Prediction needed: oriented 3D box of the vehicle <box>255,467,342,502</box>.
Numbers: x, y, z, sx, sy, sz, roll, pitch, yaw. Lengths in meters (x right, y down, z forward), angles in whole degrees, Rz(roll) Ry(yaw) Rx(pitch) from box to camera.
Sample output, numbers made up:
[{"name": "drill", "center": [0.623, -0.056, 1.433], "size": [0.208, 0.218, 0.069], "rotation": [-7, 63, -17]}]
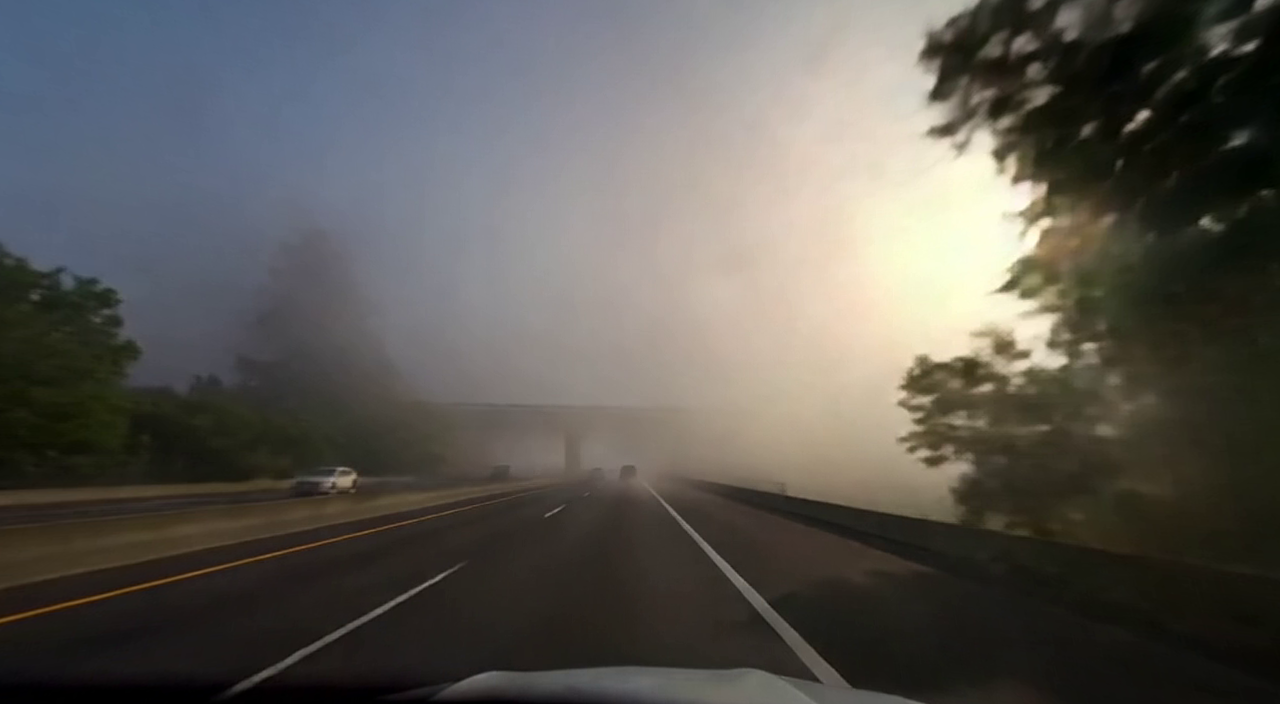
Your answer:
[{"name": "vehicle", "center": [-17.081, 6.619, 31.765], "size": [1.964, 1.590, 4.242], "rotation": [1, -11, 0]}]
